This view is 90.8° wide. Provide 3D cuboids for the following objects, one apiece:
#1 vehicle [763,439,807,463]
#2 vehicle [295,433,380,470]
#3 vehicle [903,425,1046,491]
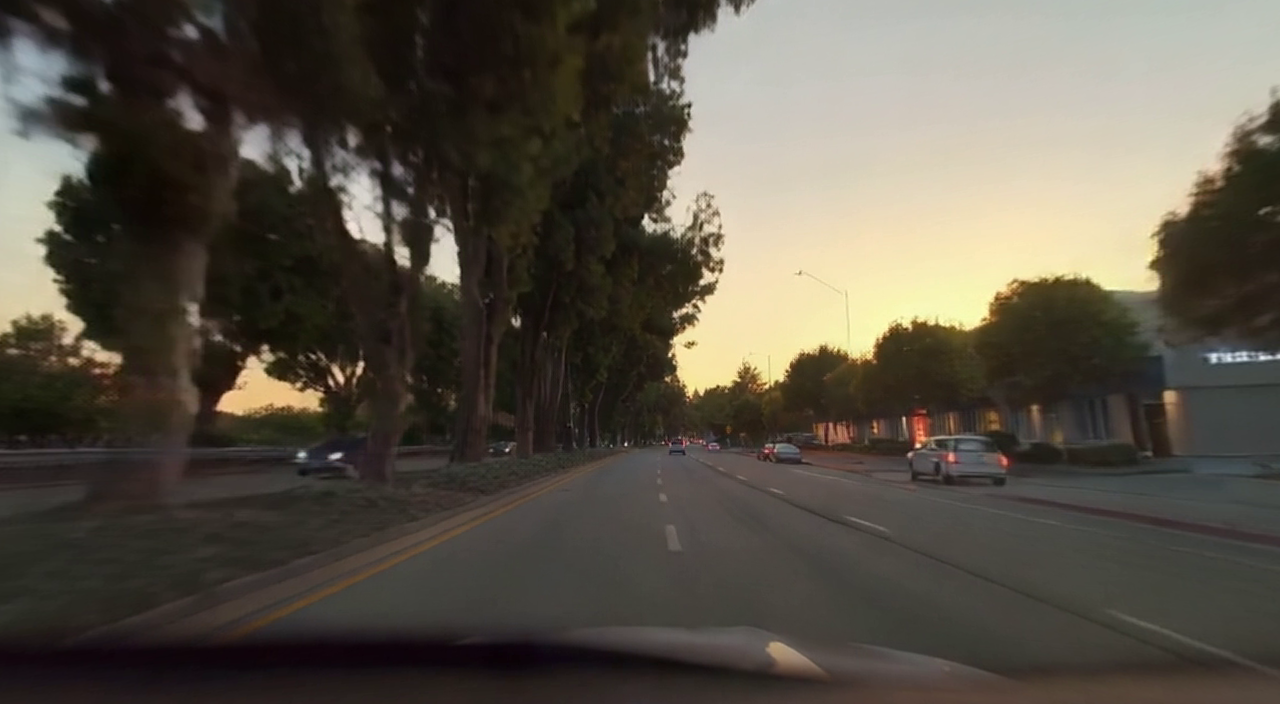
[{"bbox_3d":[9.420,6.460,41.355,2.022,1.449,4.706,-1,-9,4],"label":"vehicle"},{"bbox_3d":[-13.551,4.520,28.585,1.802,1.535,4.031,-1,-9,1],"label":"vehicle"},{"bbox_3d":[11.065,3.551,21.463,2.264,1.958,5.135,-1,-9,4],"label":"vehicle"}]
